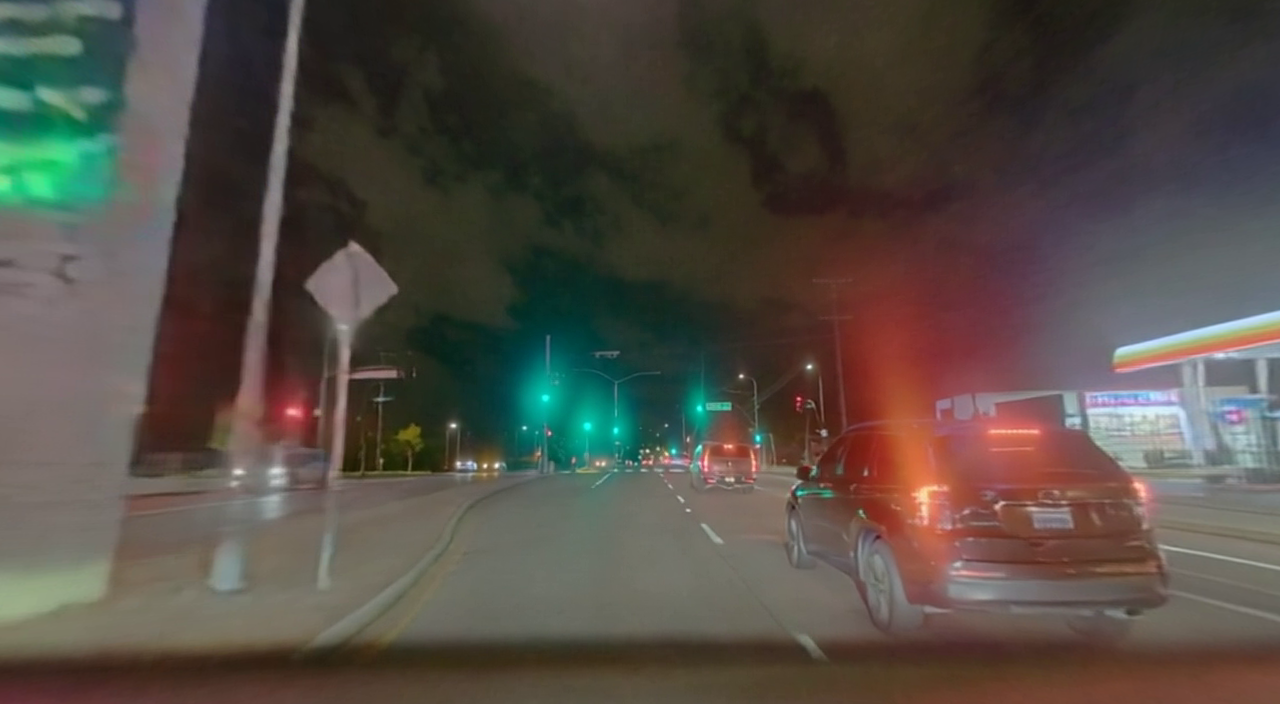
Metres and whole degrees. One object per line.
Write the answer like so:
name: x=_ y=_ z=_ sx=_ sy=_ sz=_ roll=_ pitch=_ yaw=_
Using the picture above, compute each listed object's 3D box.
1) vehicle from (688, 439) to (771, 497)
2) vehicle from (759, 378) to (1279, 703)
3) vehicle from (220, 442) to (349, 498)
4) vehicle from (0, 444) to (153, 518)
vehicle: x=2.759 y=3.710 z=20.460 sx=1.999 sy=1.679 sz=4.217 roll=0 pitch=-9 yaw=-1
vehicle: x=2.643 y=1.370 z=5.700 sx=2.183 sy=1.720 sz=4.842 roll=0 pitch=-9 yaw=0
vehicle: x=-13.498 y=4.462 z=24.320 sx=2.097 sy=1.912 sz=4.828 roll=0 pitch=-9 yaw=0
vehicle: x=-17.727 y=3.732 z=18.749 sx=2.263 sy=1.887 sz=5.170 roll=0 pitch=-9 yaw=0
